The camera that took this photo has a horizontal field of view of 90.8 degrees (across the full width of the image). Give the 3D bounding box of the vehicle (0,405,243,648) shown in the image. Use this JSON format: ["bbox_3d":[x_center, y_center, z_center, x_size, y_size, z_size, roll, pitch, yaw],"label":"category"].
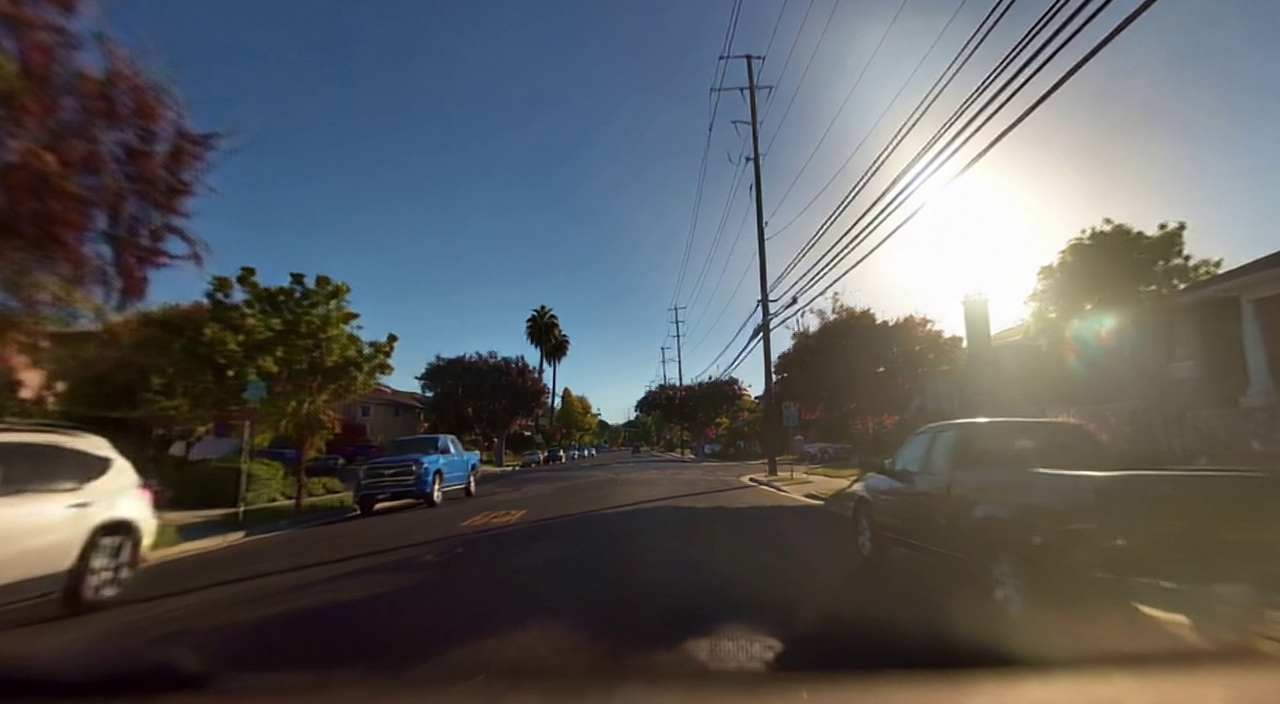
[{"bbox_3d":[-5.821,1.337,4.976,2.226,1.768,4.780,0,-9,0],"label":"vehicle"}]

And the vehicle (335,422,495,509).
[{"bbox_3d":[-6.084,3.177,18.211,2.455,2.045,6.171,0,-9,-2],"label":"vehicle"}]

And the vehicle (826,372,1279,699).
[{"bbox_3d":[3.552,1.322,5.769,2.167,1.746,4.541,0,-9,-2],"label":"vehicle"}]
